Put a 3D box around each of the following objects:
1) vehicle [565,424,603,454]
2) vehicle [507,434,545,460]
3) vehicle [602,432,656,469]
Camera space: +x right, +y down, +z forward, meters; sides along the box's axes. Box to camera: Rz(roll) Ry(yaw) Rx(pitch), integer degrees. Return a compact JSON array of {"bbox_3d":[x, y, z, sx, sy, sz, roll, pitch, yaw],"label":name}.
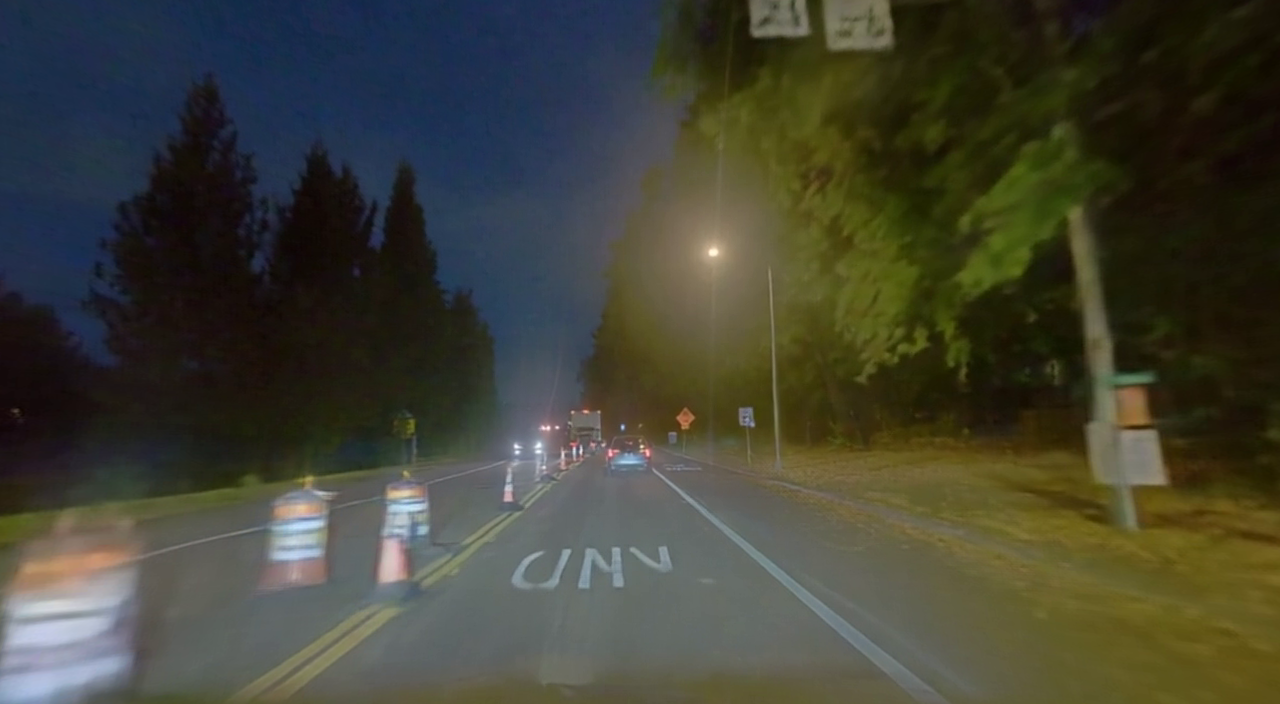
[{"bbox_3d":[-4.239,6.537,47.327,2.671,2.053,6.074,1,-8,-6],"label":"vehicle"},{"bbox_3d":[-6.952,5.835,38.956,2.019,1.492,4.091,1,-8,-6],"label":"vehicle"},{"bbox_3d":[-0.490,4.261,27.524,2.186,1.463,4.356,0,-8,-1],"label":"vehicle"}]
